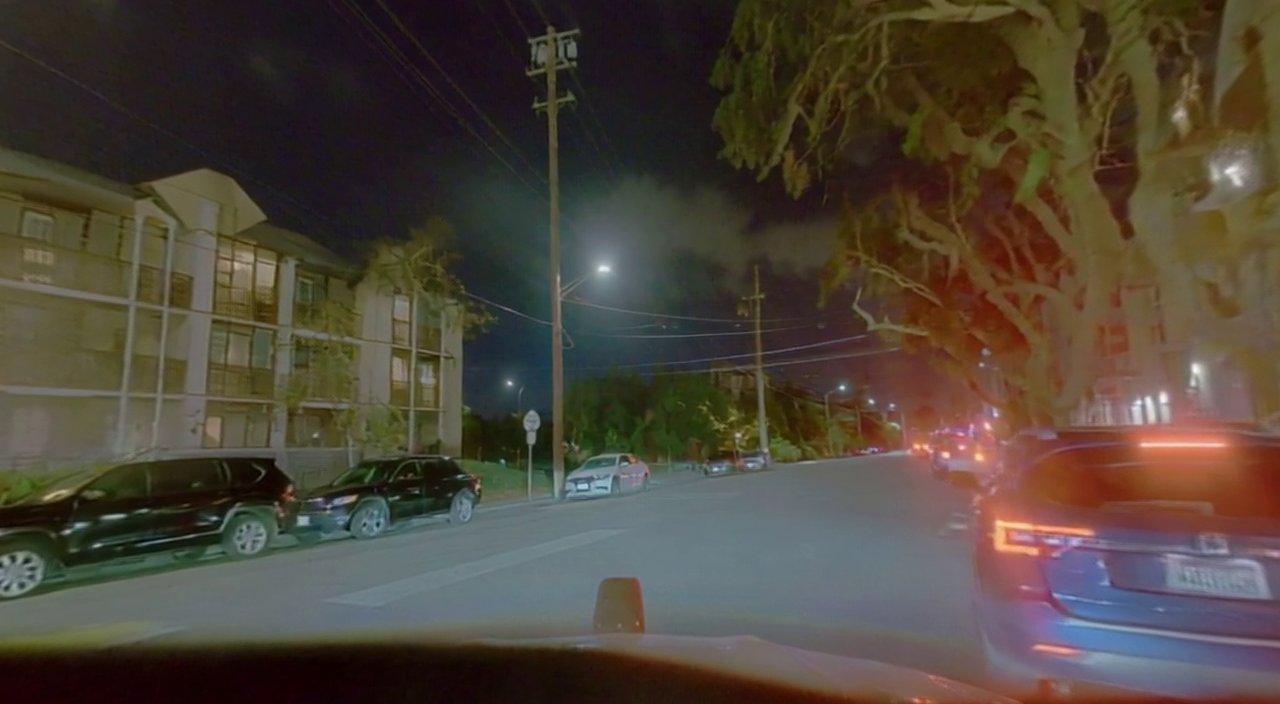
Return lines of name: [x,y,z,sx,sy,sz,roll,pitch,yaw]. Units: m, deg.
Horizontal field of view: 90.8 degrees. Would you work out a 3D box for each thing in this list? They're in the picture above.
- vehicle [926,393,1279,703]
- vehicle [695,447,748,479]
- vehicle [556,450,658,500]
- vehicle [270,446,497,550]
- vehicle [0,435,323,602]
vehicle: [3.151,1.225,4.356,2.030,1.535,4.683,-4,-9,23]
vehicle: [5.105,6.763,38.931,2.011,1.801,4.676,-4,-9,23]
vehicle: [-1.180,4.835,24.923,2.017,1.582,4.664,-11,-14,22]
vehicle: [-5.403,3.129,14.054,2.068,1.745,4.579,-10,-12,19]
vehicle: [-7.481,2.331,9.214,1.973,1.848,5.100,-11,-12,19]
